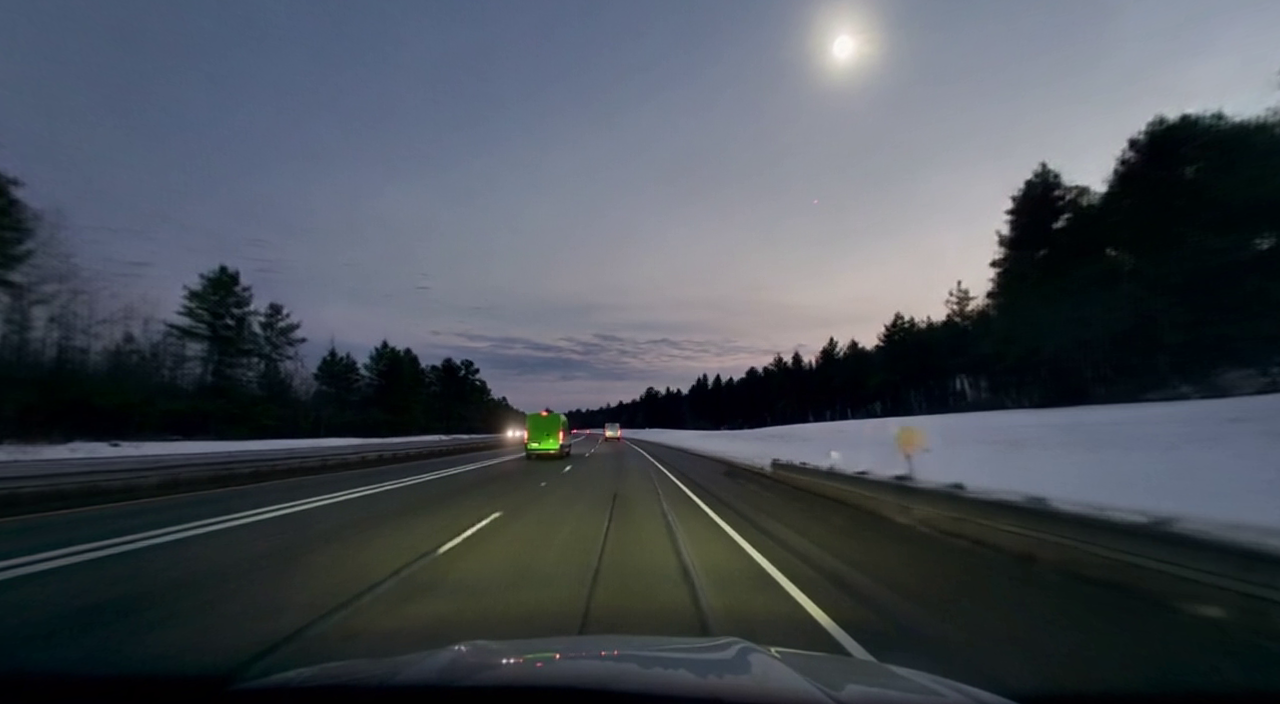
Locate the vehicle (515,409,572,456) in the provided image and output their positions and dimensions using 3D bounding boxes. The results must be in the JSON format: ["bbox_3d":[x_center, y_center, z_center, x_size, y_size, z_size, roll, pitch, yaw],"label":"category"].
[{"bbox_3d":[-5.484,4.715,36.662,2.561,2.509,5.465,0,-8,-1],"label":"vehicle"}]
